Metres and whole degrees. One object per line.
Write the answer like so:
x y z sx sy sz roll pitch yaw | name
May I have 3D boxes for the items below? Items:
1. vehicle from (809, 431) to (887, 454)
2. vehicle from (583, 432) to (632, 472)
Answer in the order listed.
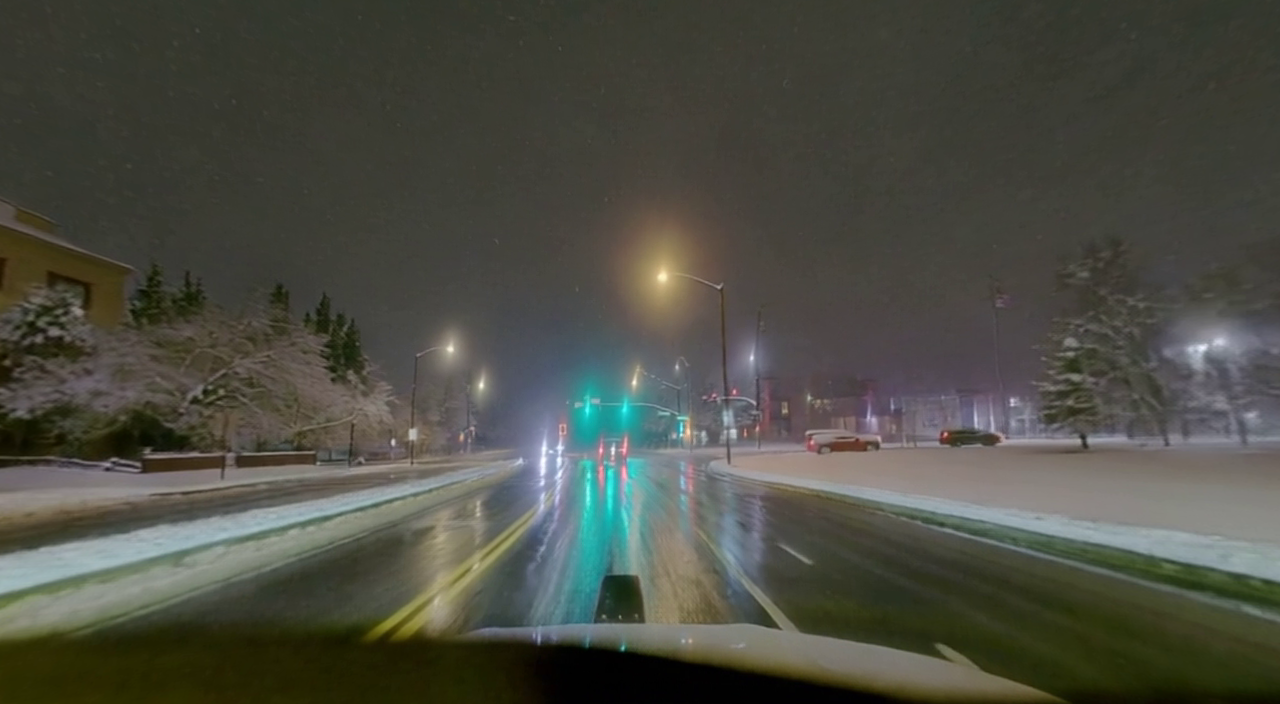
13.616 5.941 41.473 4.486 1.494 1.802 0 -8 3 | vehicle
-1.522 4.867 30.897 2.230 1.827 4.298 0 -8 -1 | vehicle
